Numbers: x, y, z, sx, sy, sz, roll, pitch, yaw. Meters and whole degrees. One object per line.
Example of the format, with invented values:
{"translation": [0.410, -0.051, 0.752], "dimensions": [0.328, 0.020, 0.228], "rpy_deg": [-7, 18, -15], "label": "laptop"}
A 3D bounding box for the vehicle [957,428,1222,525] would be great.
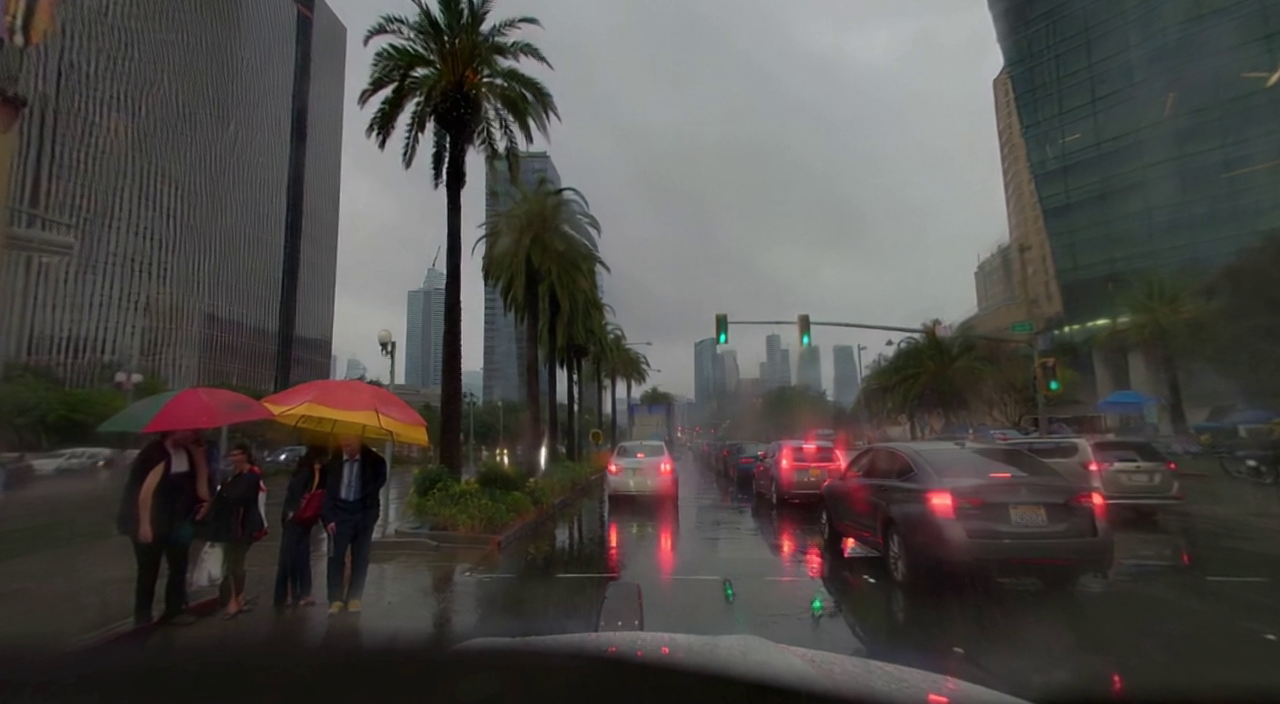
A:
{"translation": [8.173, 2.281, 12.086], "dimensions": [1.859, 1.508, 4.259], "rpy_deg": [0, -9, -1], "label": "vehicle"}

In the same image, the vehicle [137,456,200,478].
{"translation": [-36.702, 8.950, 49.148], "dimensions": [1.700, 1.527, 4.445], "rpy_deg": [0, -9, -4], "label": "vehicle"}

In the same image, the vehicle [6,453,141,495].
{"translation": [-26.701, 5.722, 29.943], "dimensions": [2.105, 1.793, 4.812], "rpy_deg": [0, -9, -4], "label": "vehicle"}

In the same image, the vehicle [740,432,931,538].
{"translation": [3.103, 2.206, 11.103], "dimensions": [1.913, 1.469, 4.425], "rpy_deg": [0, -9, 0], "label": "vehicle"}

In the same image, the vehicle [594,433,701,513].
{"translation": [0.179, 2.606, 13.981], "dimensions": [2.048, 1.503, 3.681], "rpy_deg": [0, -9, 1], "label": "vehicle"}
